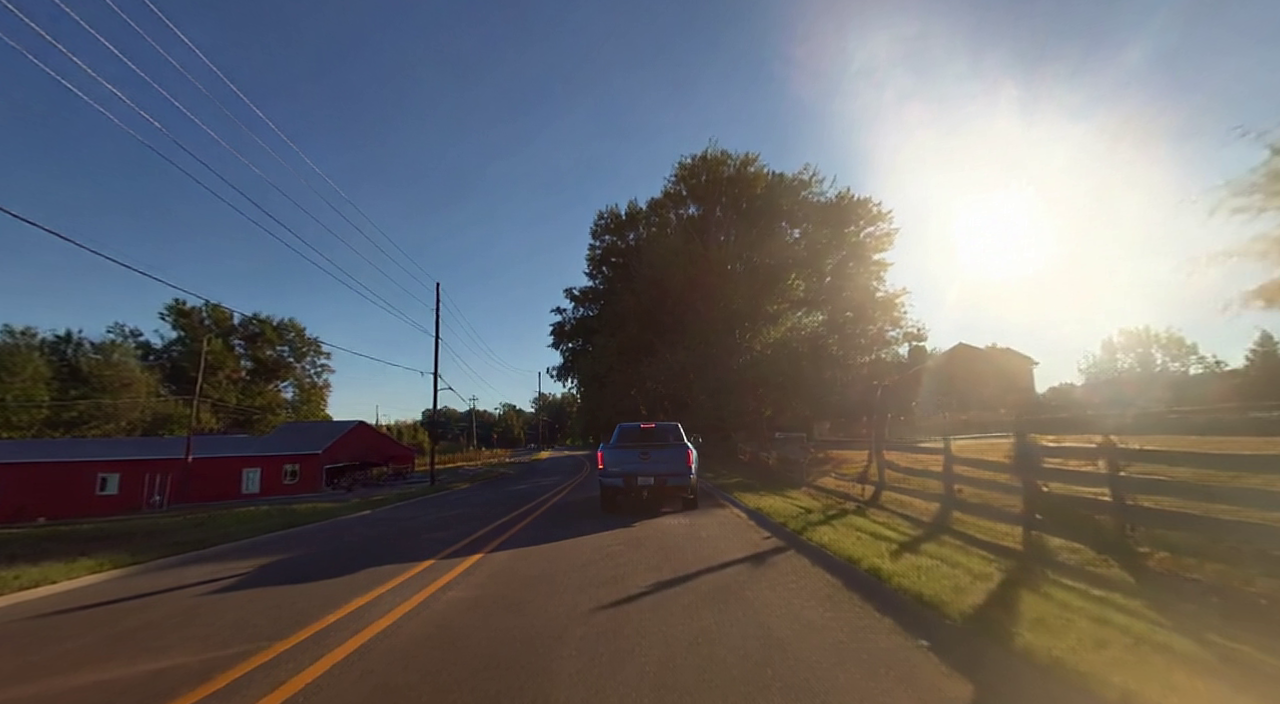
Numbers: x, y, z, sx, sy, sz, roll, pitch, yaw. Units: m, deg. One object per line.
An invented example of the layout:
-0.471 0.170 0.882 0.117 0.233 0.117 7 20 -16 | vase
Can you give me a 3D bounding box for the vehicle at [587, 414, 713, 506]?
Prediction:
0.103 2.789 16.793 2.693 1.941 6.356 0 -8 -2 | vehicle
